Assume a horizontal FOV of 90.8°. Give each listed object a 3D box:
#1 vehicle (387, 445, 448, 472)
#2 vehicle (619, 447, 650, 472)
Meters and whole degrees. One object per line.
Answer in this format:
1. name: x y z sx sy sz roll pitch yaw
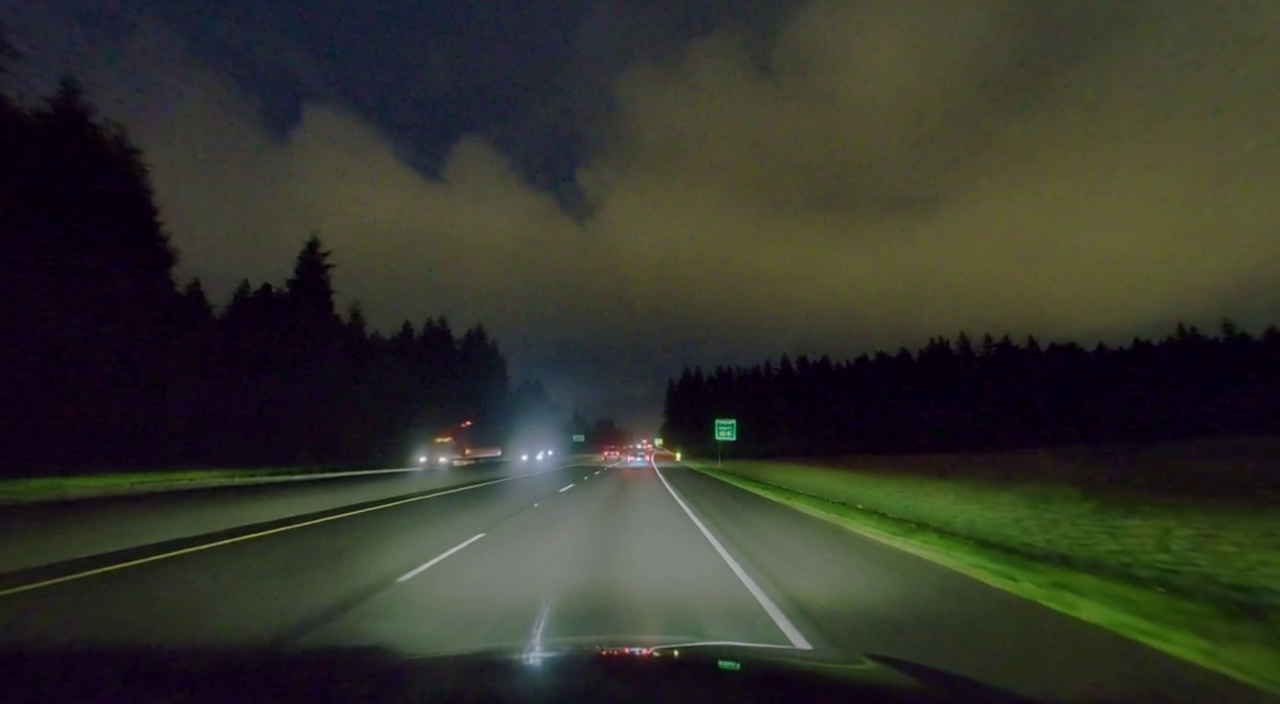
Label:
1. vehicle: -12.159 5.871 34.755 1.829 1.397 4.326 0 -9 -1
2. vehicle: -0.325 6.681 39.392 1.853 1.436 3.438 0 -9 0
